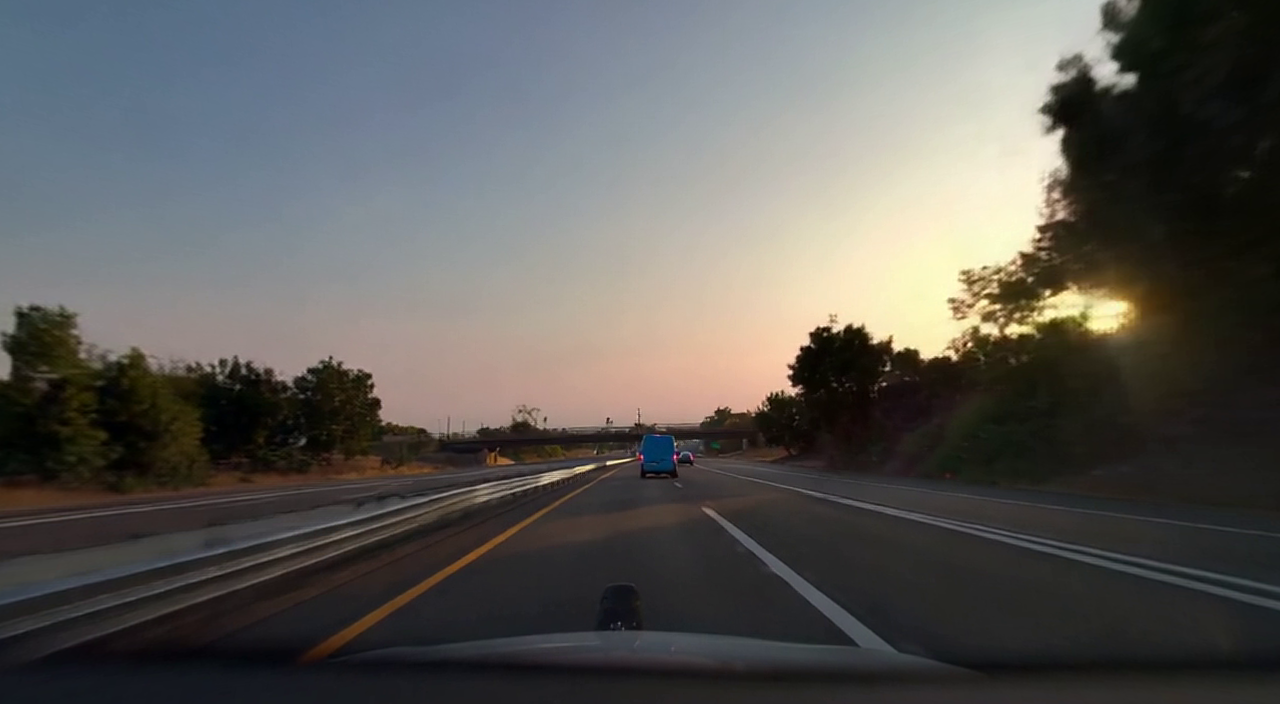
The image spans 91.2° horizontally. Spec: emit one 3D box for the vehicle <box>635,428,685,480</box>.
[{"bbox_3d":[1.075,5.659,34.894,2.560,2.598,5.581,-1,-9,1],"label":"vehicle"}]
